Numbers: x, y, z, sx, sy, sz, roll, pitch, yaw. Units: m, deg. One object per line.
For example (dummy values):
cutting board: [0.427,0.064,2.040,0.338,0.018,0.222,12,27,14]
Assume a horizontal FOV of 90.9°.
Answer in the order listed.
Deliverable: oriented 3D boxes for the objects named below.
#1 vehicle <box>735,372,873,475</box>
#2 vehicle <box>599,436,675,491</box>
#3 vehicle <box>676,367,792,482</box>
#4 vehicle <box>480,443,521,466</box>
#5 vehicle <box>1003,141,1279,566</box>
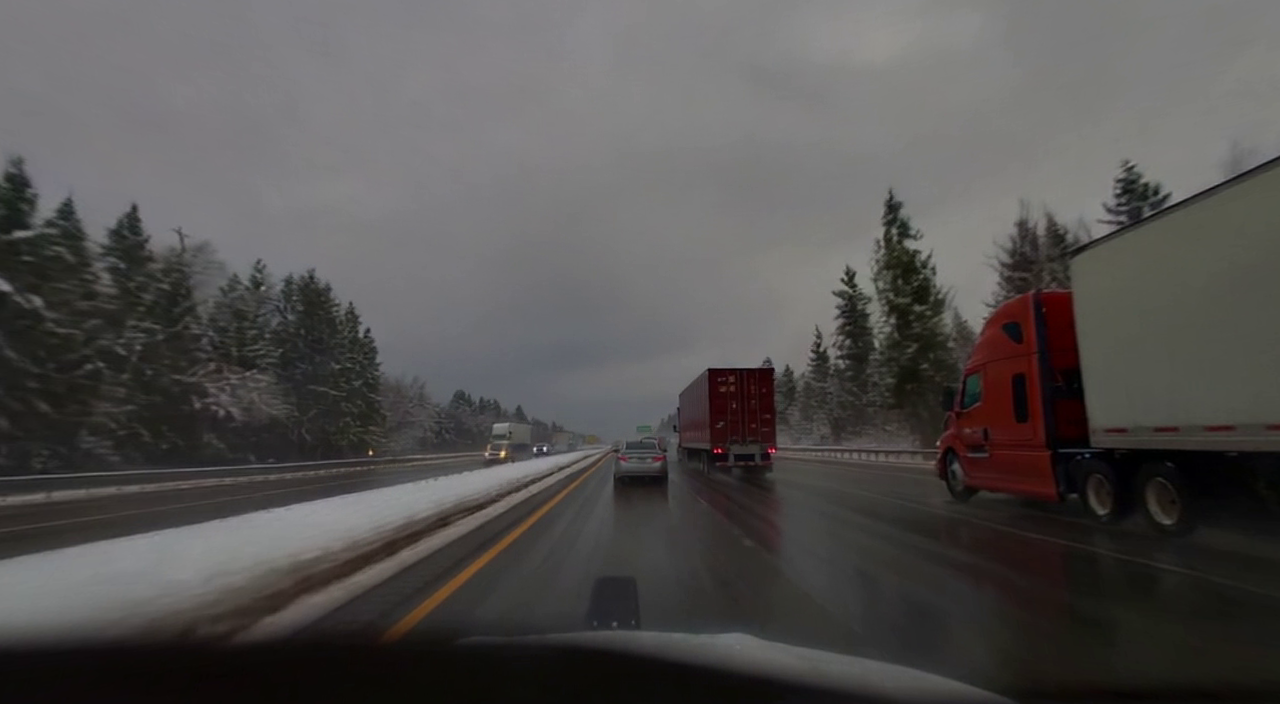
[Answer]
vehicle: [7.643,3.790,32.380,2.876,4.111,14.145,0,-8,-2]
vehicle: [-0.128,3.276,18.984,2.038,1.477,3.773,0,-8,-2]
vehicle: [3.775,3.508,29.640,2.888,4.099,14.183,0,-8,-2]
vehicle: [-9.746,7.156,44.284,1.890,1.468,4.193,0,-8,1]
vehicle: [8.155,-0.327,3.909,3.110,4.308,14.260,0,-8,-1]
